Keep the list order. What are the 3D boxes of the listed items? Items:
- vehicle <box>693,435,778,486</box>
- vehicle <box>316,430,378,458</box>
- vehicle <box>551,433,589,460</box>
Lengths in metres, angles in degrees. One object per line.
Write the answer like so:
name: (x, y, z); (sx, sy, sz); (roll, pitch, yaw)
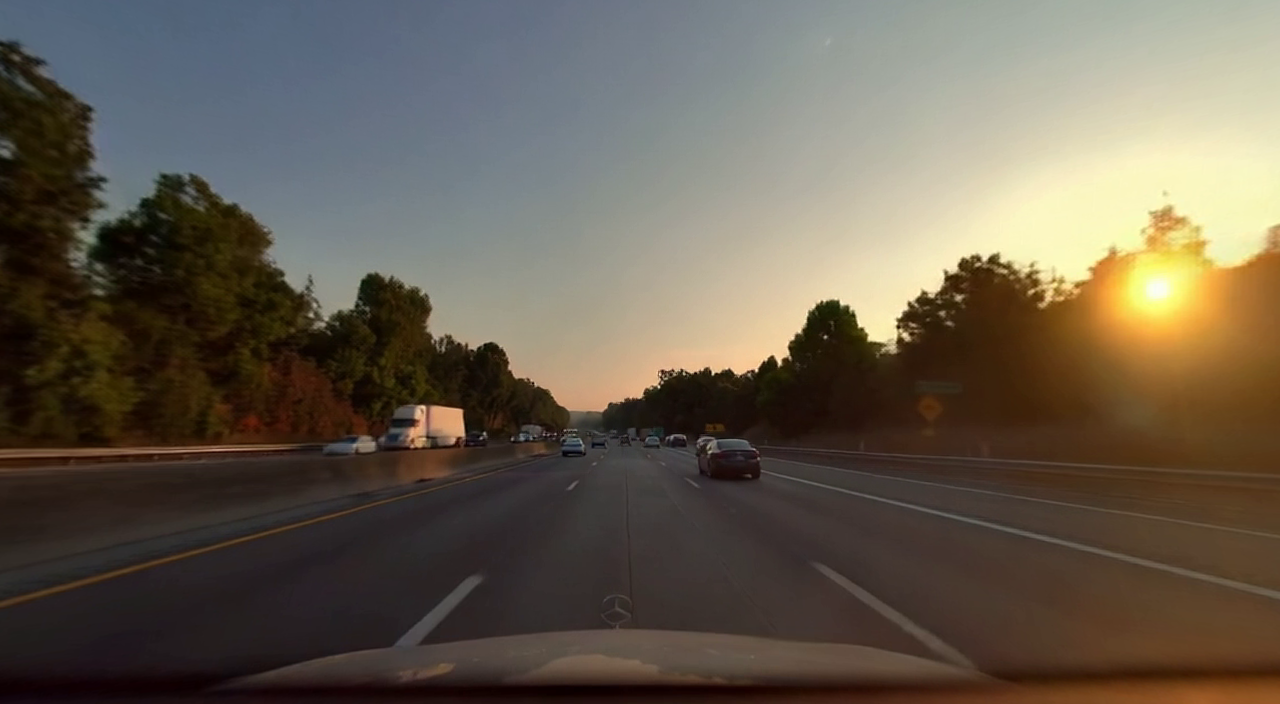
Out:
vehicle: (2.949, 3.429, 20.343); (1.990, 1.480, 3.865); (1, -8, -3)
vehicle: (-16.370, 5.153, 35.435); (1.743, 1.457, 3.792); (0, -8, -1)
vehicle: (-4.527, 6.185, 41.520); (2.011, 1.614, 4.808); (0, -8, -1)
